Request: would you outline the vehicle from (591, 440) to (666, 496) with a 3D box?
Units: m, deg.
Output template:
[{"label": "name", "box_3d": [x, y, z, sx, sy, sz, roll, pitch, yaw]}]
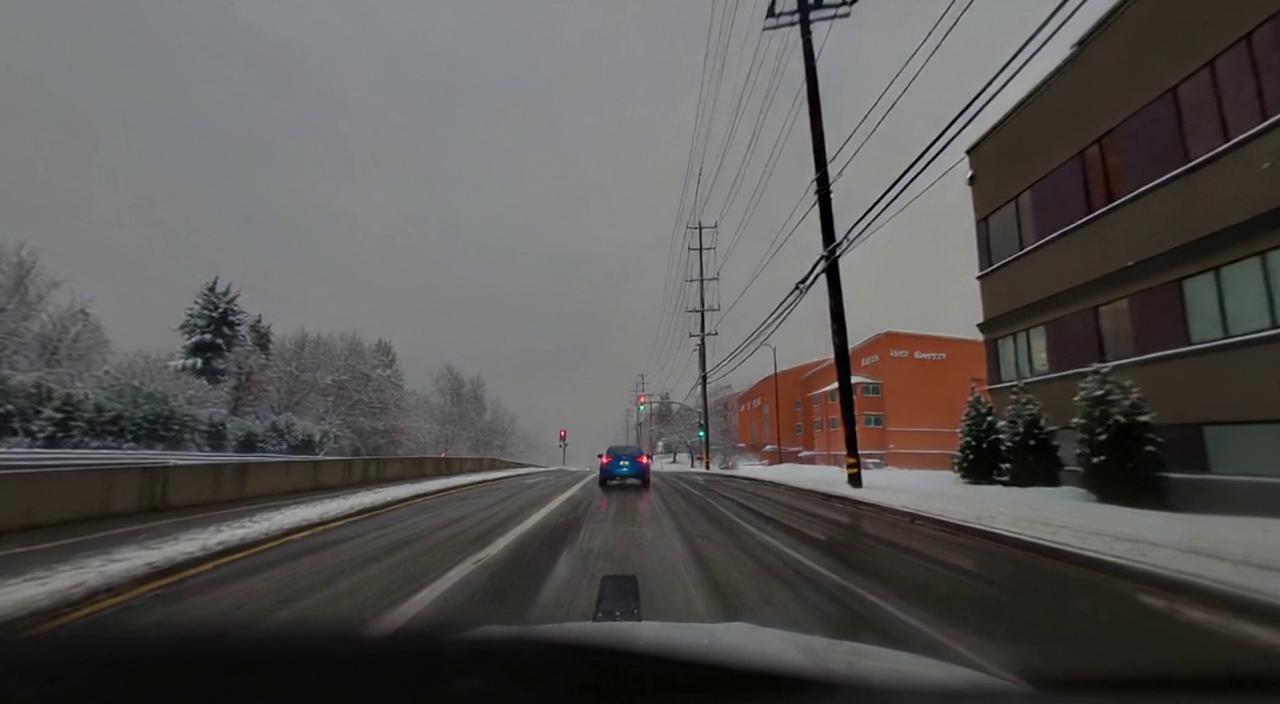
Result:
[{"label": "vehicle", "box_3d": [-0.392, 3.563, 19.843, 2.123, 1.566, 3.662, 0, -8, -2]}]
